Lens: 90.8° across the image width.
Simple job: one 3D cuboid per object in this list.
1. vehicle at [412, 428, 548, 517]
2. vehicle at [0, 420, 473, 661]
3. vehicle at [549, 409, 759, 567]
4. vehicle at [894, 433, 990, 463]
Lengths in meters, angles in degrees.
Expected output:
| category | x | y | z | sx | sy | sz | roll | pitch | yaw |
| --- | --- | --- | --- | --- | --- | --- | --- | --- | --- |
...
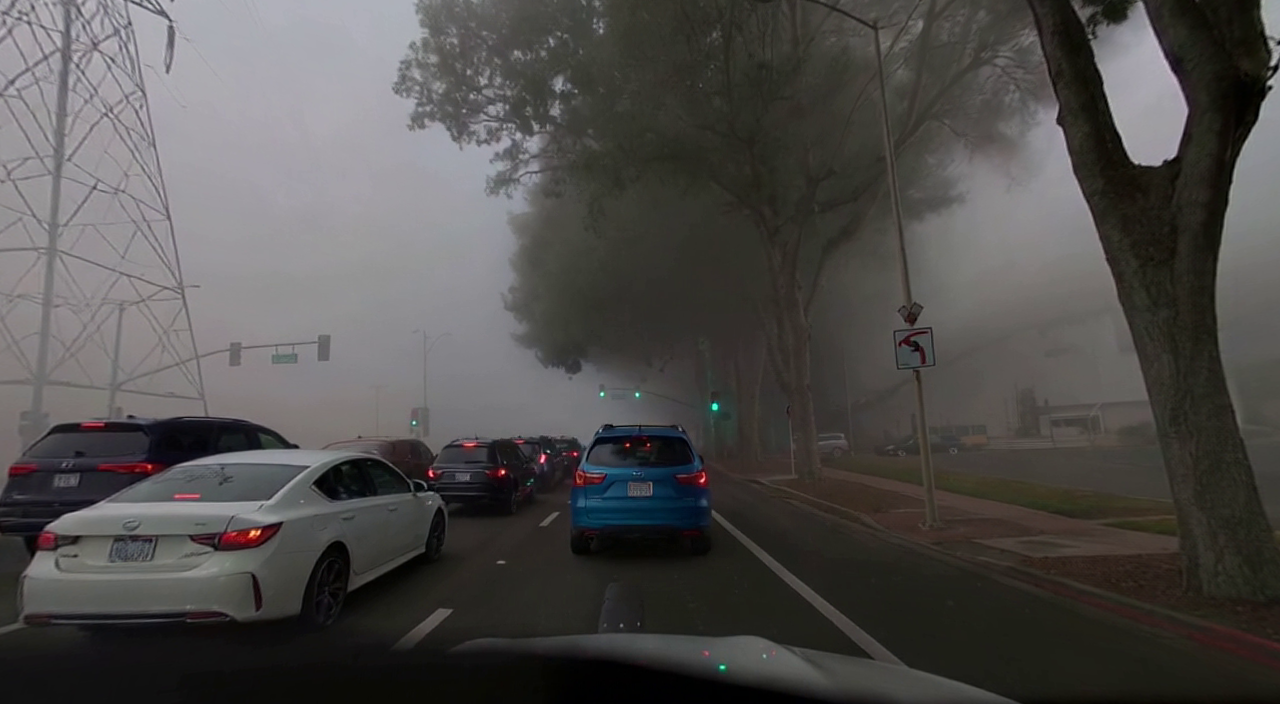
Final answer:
| category | x | y | z | sx | sy | sz | roll | pitch | yaw |
| --- | --- | --- | --- | --- | --- | --- | --- | --- | --- |
| vehicle | -3.255 | 2.522 | 13.672 | 1.997 | 1.636 | 3.760 | 0 | -8 | -1 |
| vehicle | -3.175 | 1.495 | 6.205 | 1.973 | 1.469 | 4.448 | 0 | -8 | -2 |
| vehicle | 0.085 | 1.766 | 8.944 | 2.239 | 1.661 | 4.224 | 0 | -8 | -2 |
| vehicle | 15.093 | 4.802 | 31.705 | 3.858 | 1.437 | 1.899 | 0 | -8 | -4 |
